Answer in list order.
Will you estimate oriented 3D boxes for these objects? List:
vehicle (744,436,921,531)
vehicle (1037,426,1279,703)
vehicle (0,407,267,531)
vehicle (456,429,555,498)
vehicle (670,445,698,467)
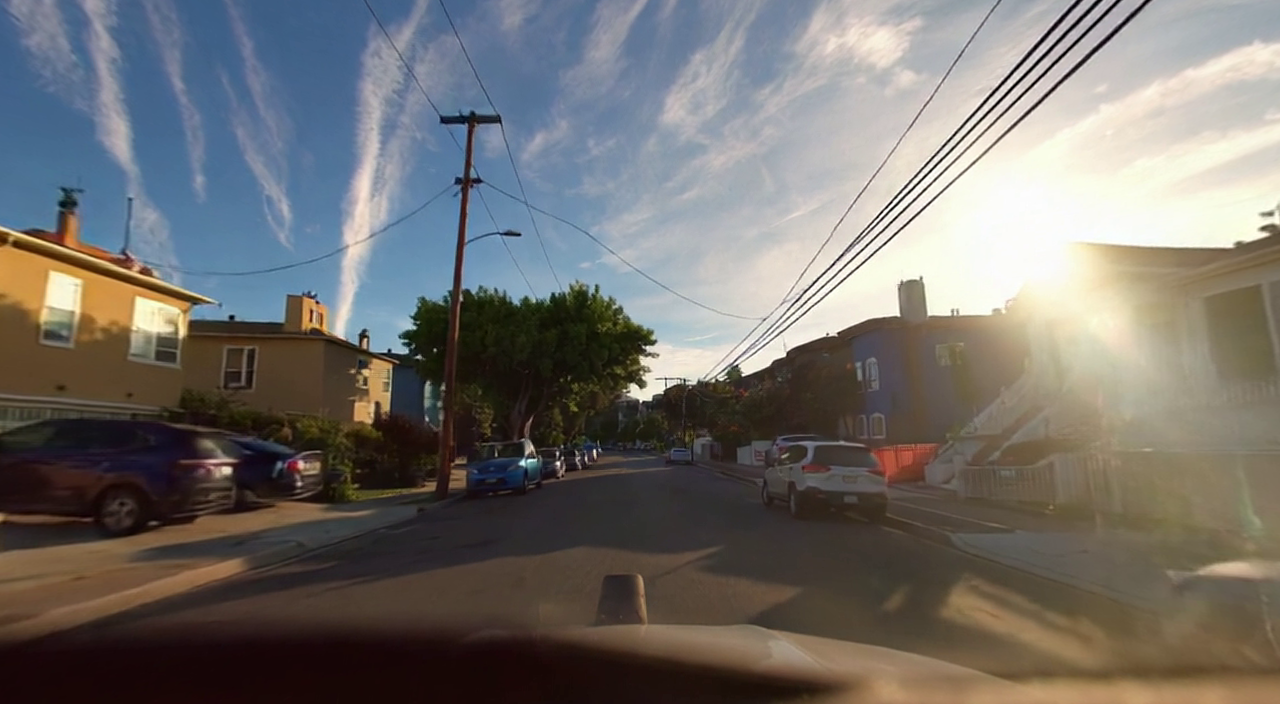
[{"bbox_3d":[3.542,2.488,12.649,2.019,1.536,4.405,0,-8,-2],"label":"vehicle"},{"bbox_3d":[3.713,0.921,1.865,1.862,1.452,4.737,0,-8,-2],"label":"vehicle"},{"bbox_3d":[-9.088,1.890,10.453,4.469,1.816,2.022,0,-8,-1],"label":"vehicle"},{"bbox_3d":[-4.028,3.440,19.913,2.057,1.887,5.053,0,-8,-1],"label":"vehicle"},{"bbox_3d":[3.320,7.981,48.770,1.916,1.587,3.986,0,-8,1],"label":"vehicle"}]
